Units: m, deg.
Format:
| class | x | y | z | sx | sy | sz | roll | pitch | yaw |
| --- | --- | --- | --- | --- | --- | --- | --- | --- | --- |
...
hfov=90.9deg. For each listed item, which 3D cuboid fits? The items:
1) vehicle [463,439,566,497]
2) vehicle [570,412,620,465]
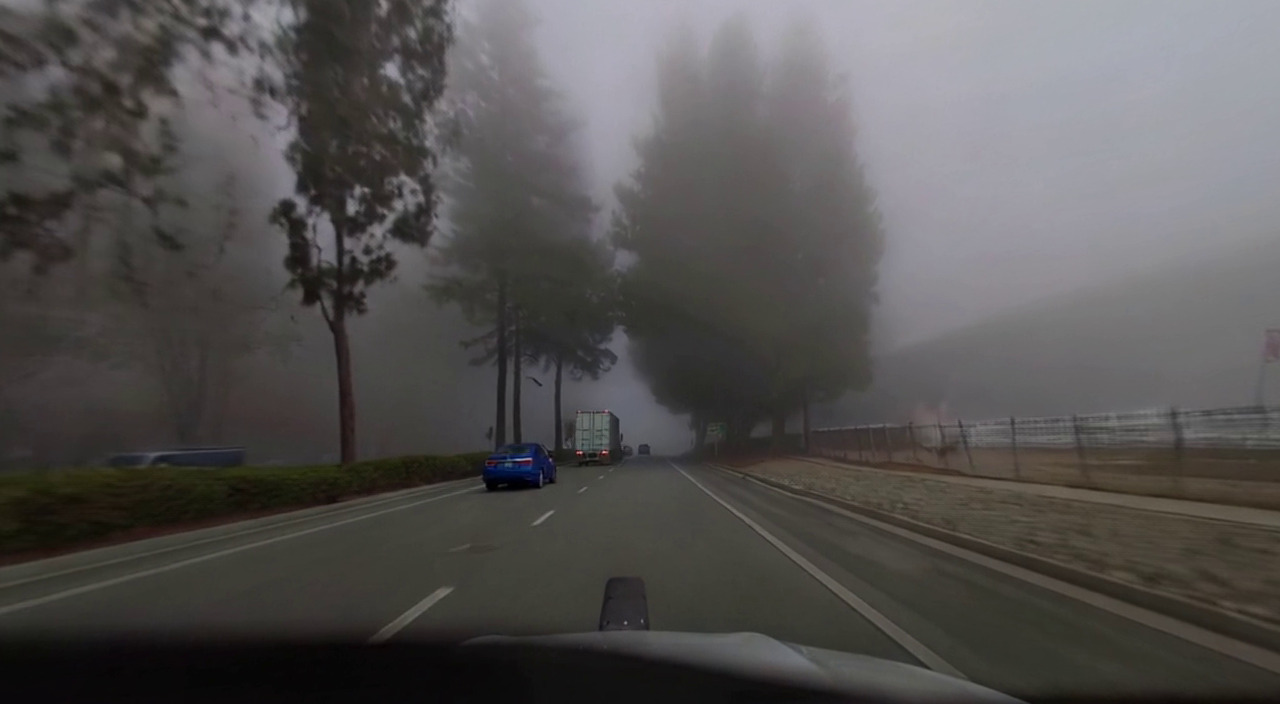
| class | x | y | z | sx | sy | sz | roll | pitch | yaw |
| --- | --- | --- | --- | --- | --- | --- | --- | --- | --- |
| vehicle | -3.487 | 3.296 | 18.403 | 2.005 | 1.462 | 4.345 | -1 | -8 | 2 |
| vehicle | -2.949 | 6.046 | 43.714 | 2.746 | 3.276 | 8.572 | 0 | -8 | 0 |
